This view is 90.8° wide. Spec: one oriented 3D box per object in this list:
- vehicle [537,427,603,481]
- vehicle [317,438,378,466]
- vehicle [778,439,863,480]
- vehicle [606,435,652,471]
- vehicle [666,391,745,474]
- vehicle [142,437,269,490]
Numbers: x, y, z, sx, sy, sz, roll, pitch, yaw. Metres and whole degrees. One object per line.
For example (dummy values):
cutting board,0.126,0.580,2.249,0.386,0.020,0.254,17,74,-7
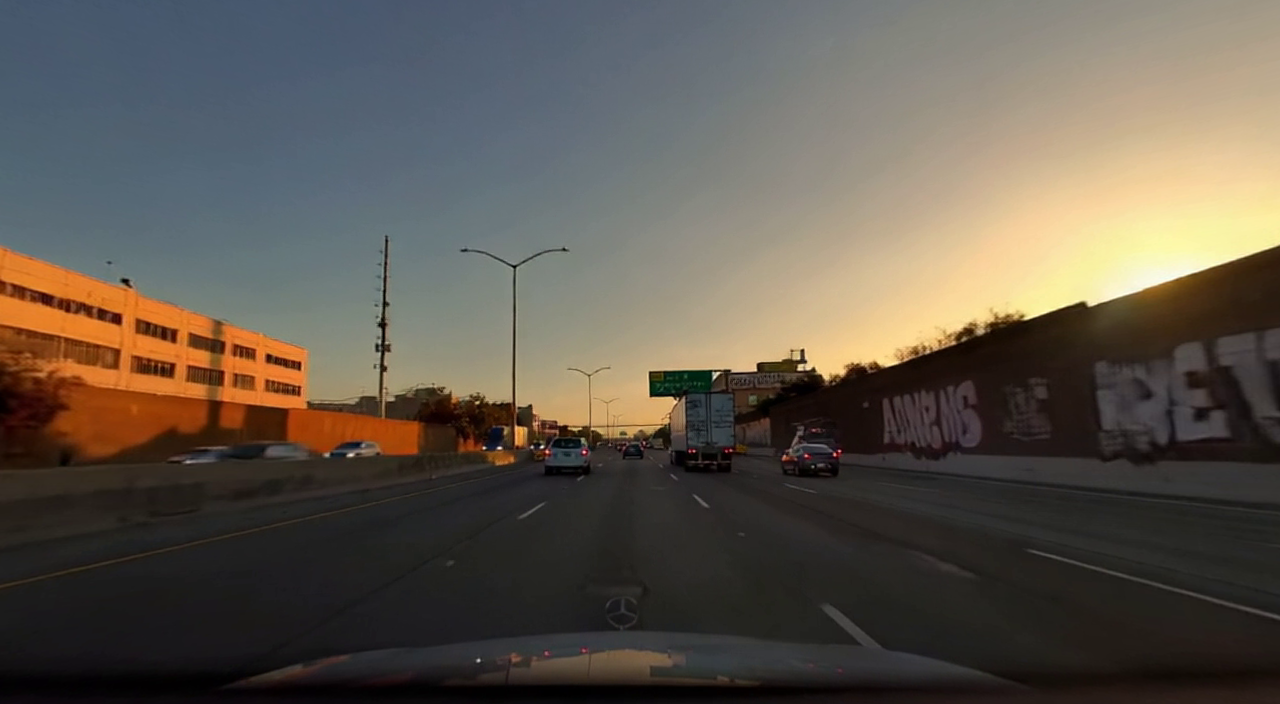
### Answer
vehicle,-2.573,3.920,24.449,2.249,1.843,5.176,1,-9,-4
vehicle,-17.344,5.932,37.609,1.833,1.541,3.656,0,-9,0
vehicle,7.041,4.240,25.141,1.915,1.476,4.677,0,-9,-1
vehicle,-0.528,5.106,31.980,2.191,1.685,4.015,0,-9,-1
vehicle,3.274,4.530,34.754,2.976,3.806,10.591,0,-9,-1
vehicle,-13.188,3.393,19.440,1.466,1.474,3.337,0,-9,1
